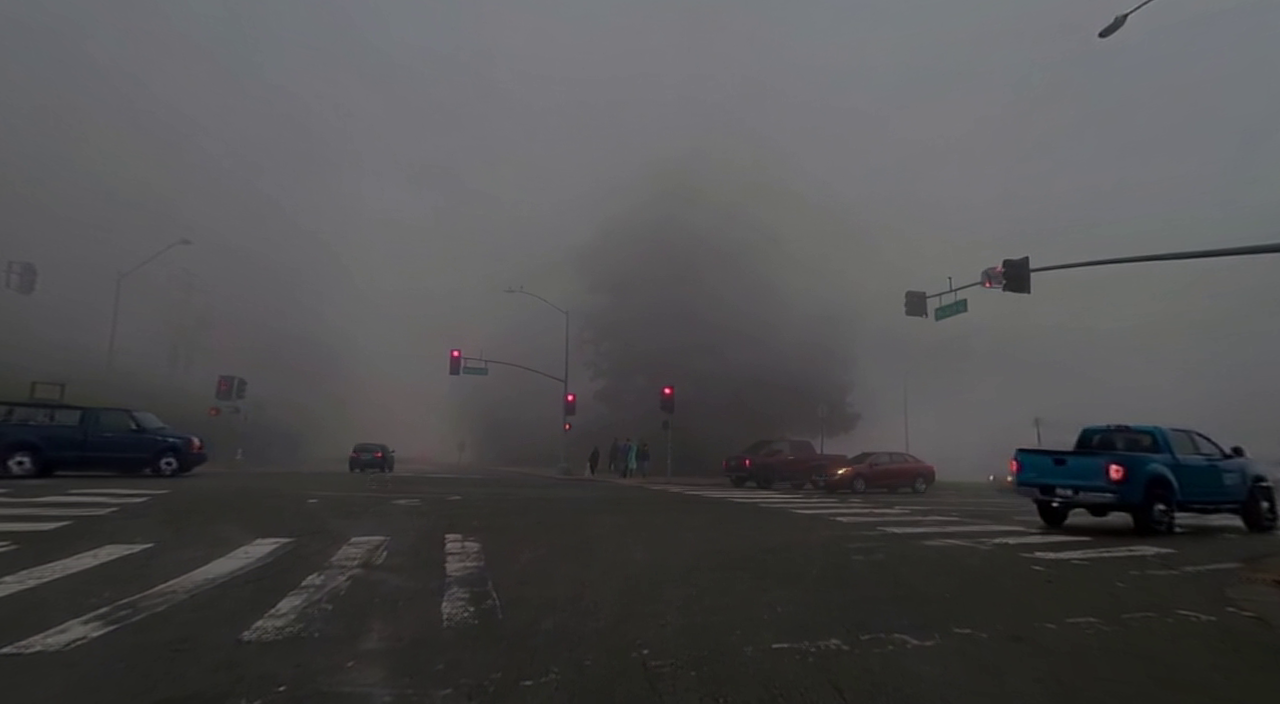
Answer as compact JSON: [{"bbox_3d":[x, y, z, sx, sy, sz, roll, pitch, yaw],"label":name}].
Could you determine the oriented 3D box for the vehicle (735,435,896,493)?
[{"bbox_3d":[6.684,4.288,24.308,5.535,1.896,2.170,3,-9,-6],"label":"vehicle"}]

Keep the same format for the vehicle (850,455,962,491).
[{"bbox_3d":[12.590,5.745,29.986,4.537,1.608,1.827,1,-9,-5],"label":"vehicle"}]

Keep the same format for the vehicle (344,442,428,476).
[{"bbox_3d":[-12.743,5.386,31.951,1.964,1.525,4.750,0,-9,5],"label":"vehicle"}]

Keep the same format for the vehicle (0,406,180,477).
[{"bbox_3d":[-18.327,2.845,19.877,2.243,2.011,5.631,-7,-11,41],"label":"vehicle"}]

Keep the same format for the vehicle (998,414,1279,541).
[{"bbox_3d":[11.745,2.742,14.339,5.978,2.400,2.851,3,-9,-19],"label":"vehicle"}]
